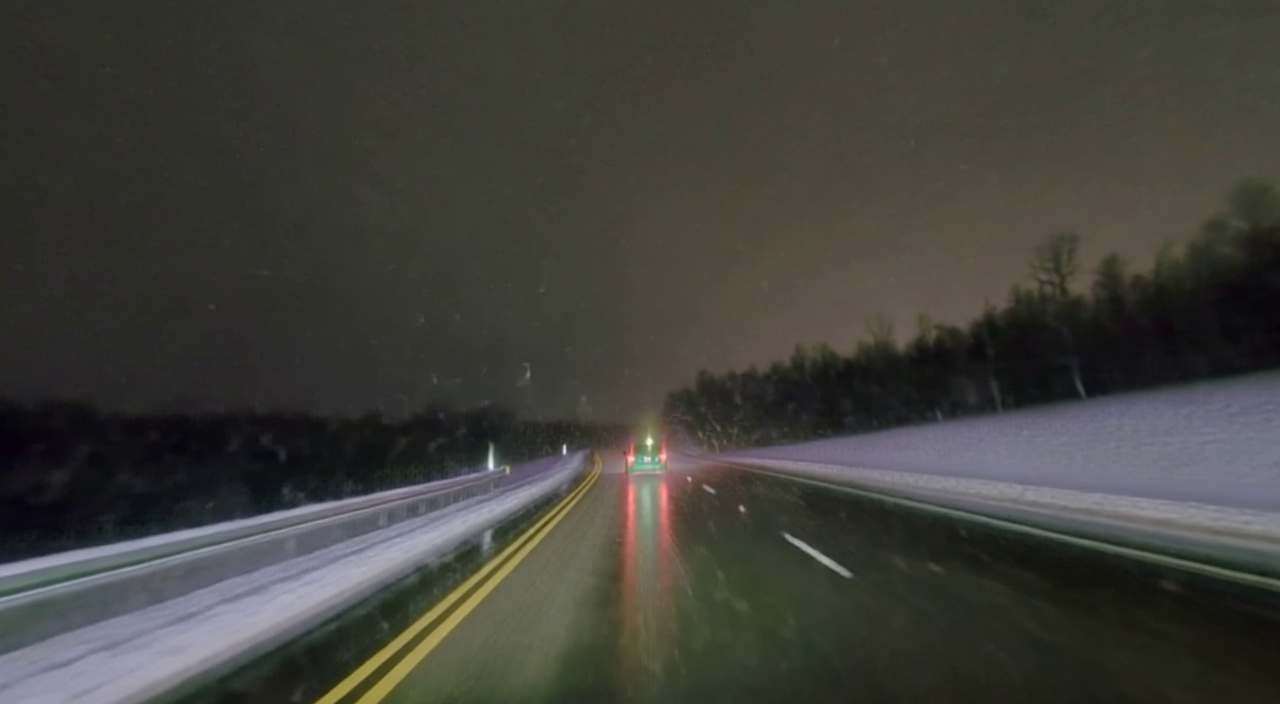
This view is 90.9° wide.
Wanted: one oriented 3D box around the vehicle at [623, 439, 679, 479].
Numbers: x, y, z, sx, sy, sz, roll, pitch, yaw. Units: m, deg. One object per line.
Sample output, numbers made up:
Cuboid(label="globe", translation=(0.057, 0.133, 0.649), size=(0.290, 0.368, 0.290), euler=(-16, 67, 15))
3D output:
Cuboid(label="vehicle", translation=(0.364, 4.328, 25.719), size=(2.029, 1.474, 4.183), euler=(0, -8, -2))
